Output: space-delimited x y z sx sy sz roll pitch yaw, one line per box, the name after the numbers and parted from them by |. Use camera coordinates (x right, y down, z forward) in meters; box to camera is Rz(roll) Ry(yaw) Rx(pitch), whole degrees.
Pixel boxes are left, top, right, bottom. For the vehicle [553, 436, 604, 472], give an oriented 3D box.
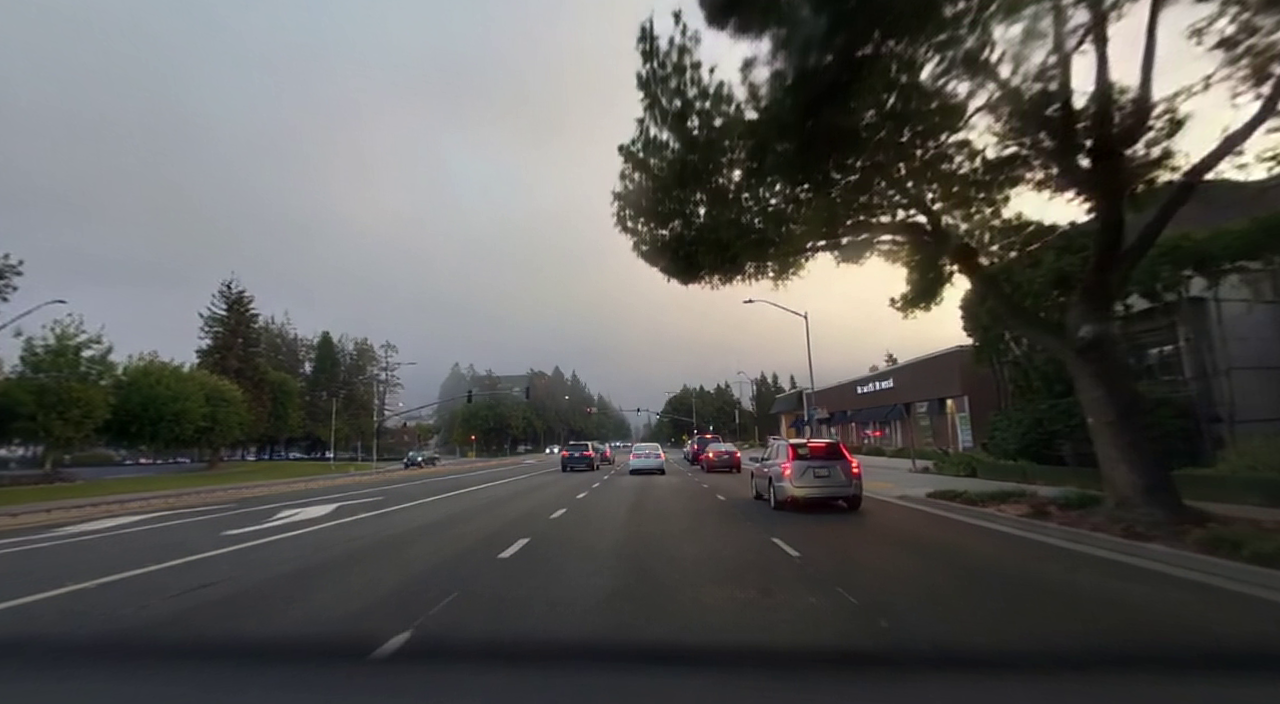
-3.062 5.192 32.322 2.023 1.720 4.452 0 -8 2 | vehicle

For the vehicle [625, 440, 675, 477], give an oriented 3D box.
0.415 4.542 27.066 1.971 1.433 3.923 0 -8 1 | vehicle

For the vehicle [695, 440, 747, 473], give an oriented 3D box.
3.890 5.087 30.934 1.913 1.463 4.198 0 -8 -1 | vehicle

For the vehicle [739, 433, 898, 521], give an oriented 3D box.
3.358 2.434 12.857 1.948 1.474 4.360 0 -8 0 | vehicle
